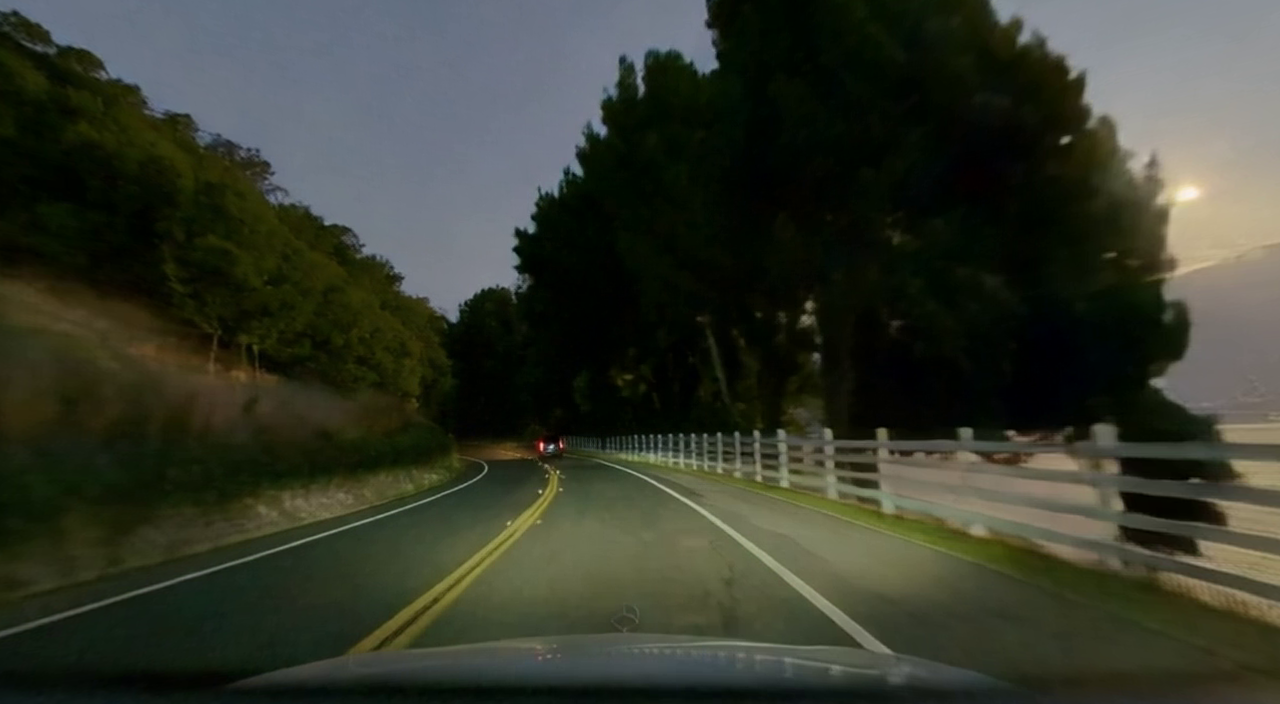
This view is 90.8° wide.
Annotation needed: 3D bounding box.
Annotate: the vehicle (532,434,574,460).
[{"bbox_3d":[-6.921,7.440,49.610,2.439,1.912,5.605,2,-9,-16],"label":"vehicle"}]
